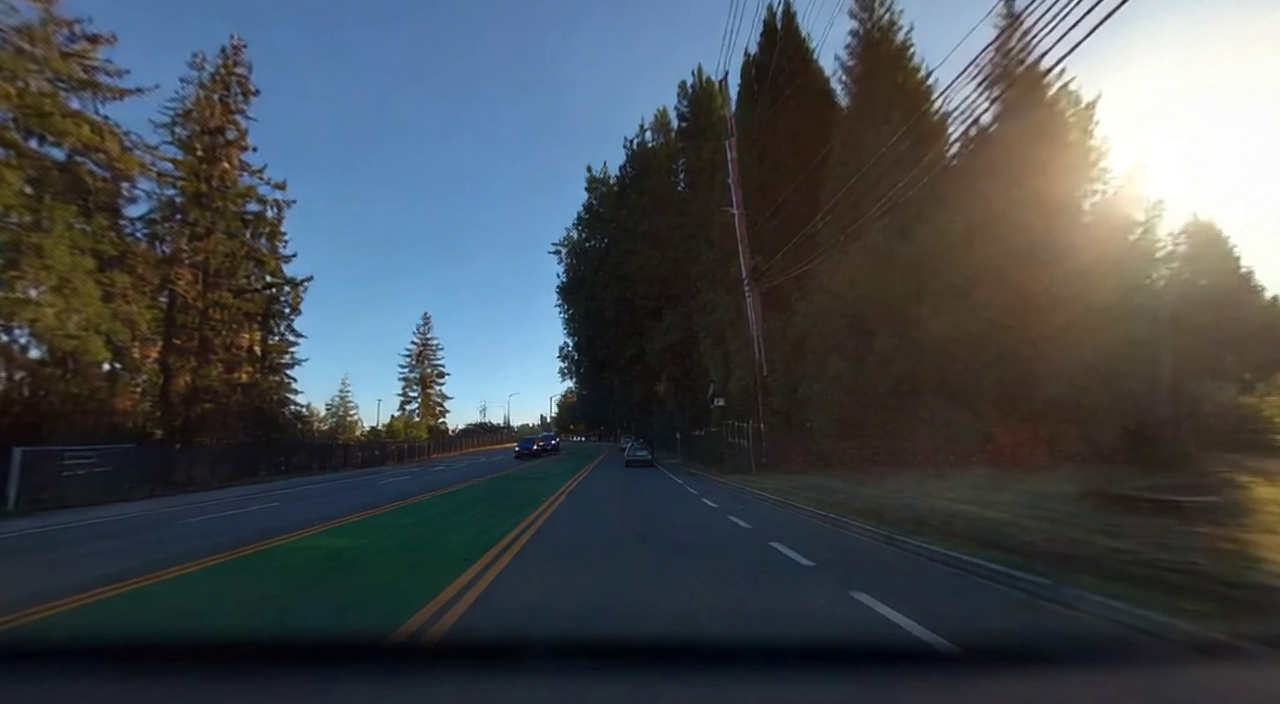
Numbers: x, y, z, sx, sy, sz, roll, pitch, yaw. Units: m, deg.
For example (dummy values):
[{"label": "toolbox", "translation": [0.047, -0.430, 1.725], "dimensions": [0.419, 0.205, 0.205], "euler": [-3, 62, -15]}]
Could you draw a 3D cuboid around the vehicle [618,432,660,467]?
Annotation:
[{"label": "vehicle", "translation": [-0.133, 5.266, 34.230], "dimensions": [2.140, 1.767, 4.720], "euler": [0, -8, -2]}]

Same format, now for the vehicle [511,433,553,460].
[{"label": "vehicle", "translation": [-7.308, 6.440, 43.190], "dimensions": [2.101, 1.734, 4.257], "euler": [0, -9, 0]}]
